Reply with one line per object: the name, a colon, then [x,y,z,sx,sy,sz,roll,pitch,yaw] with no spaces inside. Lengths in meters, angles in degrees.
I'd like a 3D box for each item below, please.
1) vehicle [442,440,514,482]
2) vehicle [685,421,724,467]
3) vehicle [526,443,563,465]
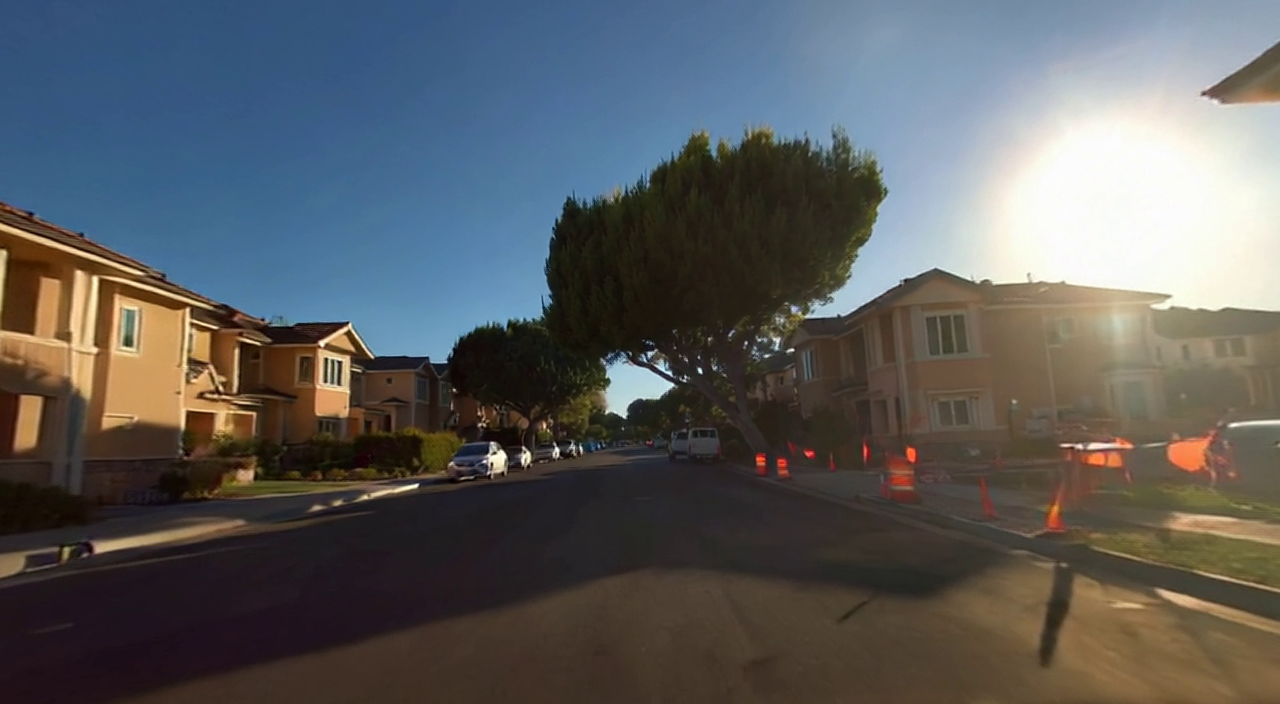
vehicle: [-6.801,4.583,26.892,1.957,1.608,4.476,0,-8,-1]
vehicle: [3.793,5.480,37.688,2.082,2.534,3.248,-2,-8,3]
vehicle: [-6.942,7.443,46.248,1.974,1.479,4.607,0,-8,0]
